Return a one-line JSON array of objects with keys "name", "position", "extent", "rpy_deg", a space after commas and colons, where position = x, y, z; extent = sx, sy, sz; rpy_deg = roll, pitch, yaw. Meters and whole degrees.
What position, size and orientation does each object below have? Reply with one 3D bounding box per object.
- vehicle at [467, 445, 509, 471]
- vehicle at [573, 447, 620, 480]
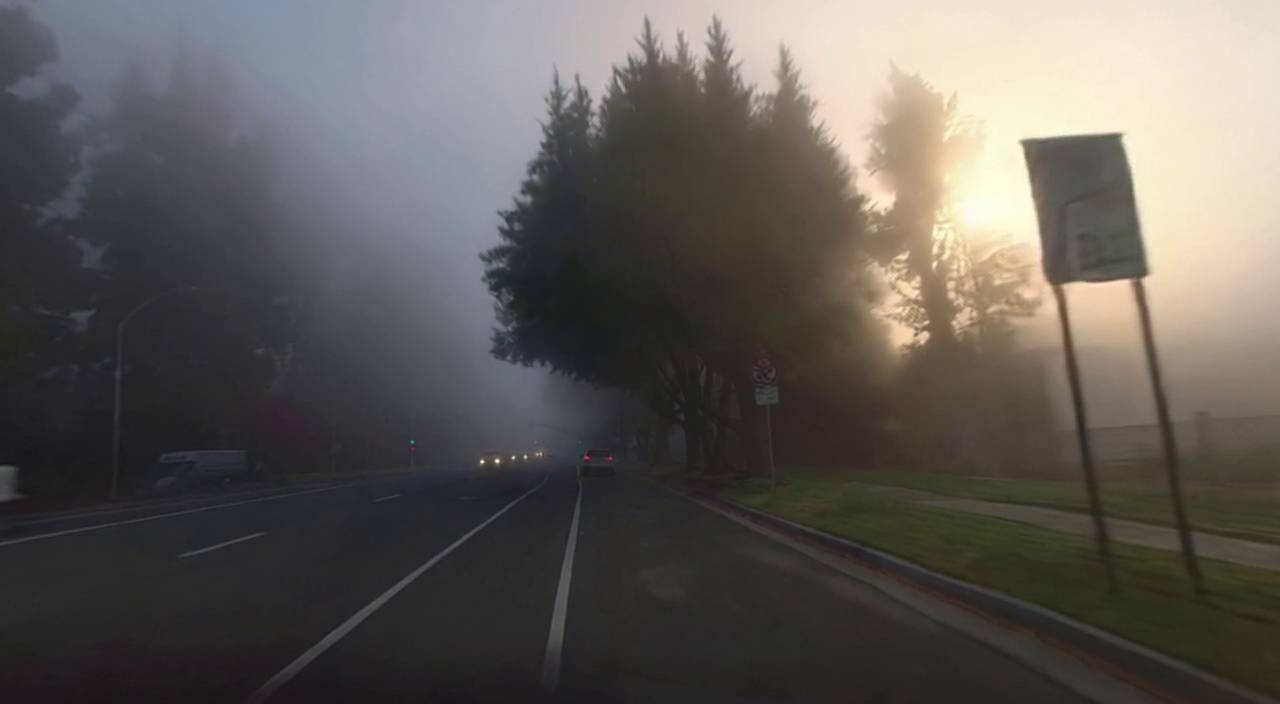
[{"name": "vehicle", "position": [-10.516, 7.358, 44.043], "extent": [2.049, 1.723, 4.310], "rpy_deg": [0, -9, -4]}, {"name": "vehicle", "position": [-2.073, 5.300, 30.349], "extent": [2.111, 1.466, 4.223], "rpy_deg": [0, -9, -3]}]
